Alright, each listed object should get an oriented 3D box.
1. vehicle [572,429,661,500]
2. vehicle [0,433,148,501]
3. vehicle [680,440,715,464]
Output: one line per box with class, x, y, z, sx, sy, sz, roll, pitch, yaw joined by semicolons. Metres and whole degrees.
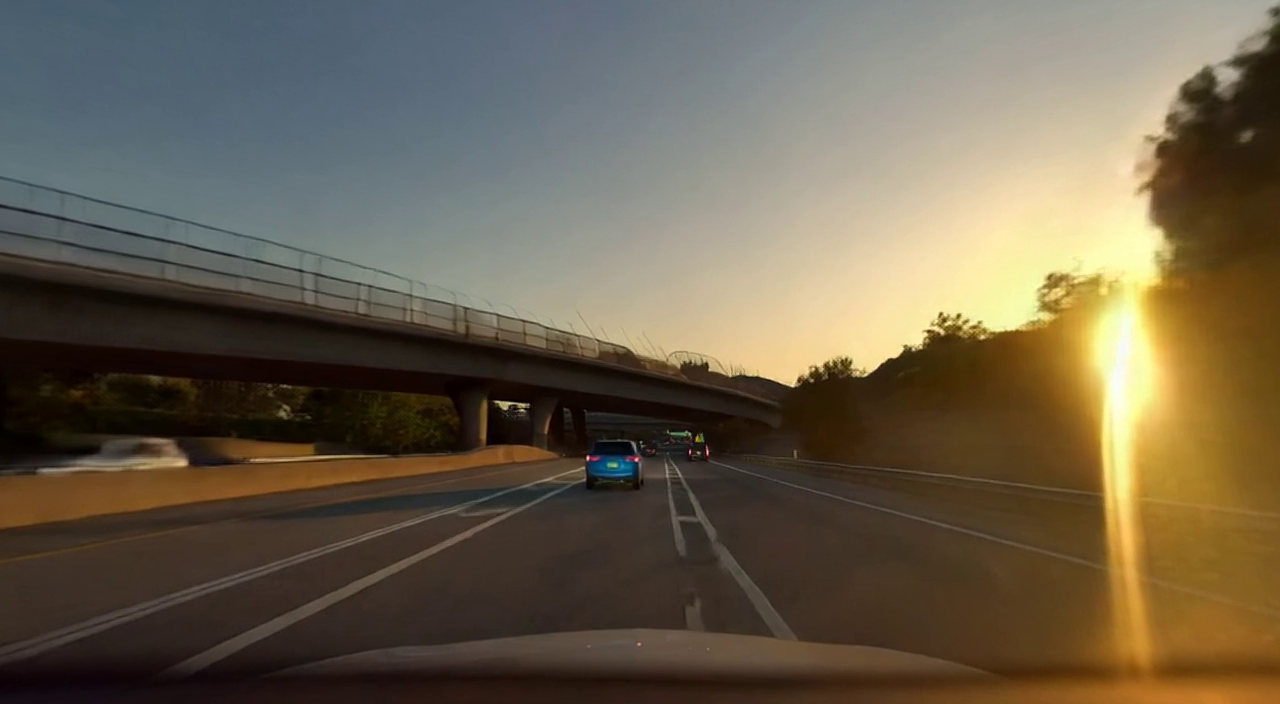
vehicle;-0.504;3.059;17.597;2.143;1.693;4.513;-1;-8;2
vehicle;-18.438;3.485;19.586;2.248;1.820;4.877;-1;-8;1
vehicle;4.062;7.152;45.238;2.073;1.621;3.993;0;-8;0
